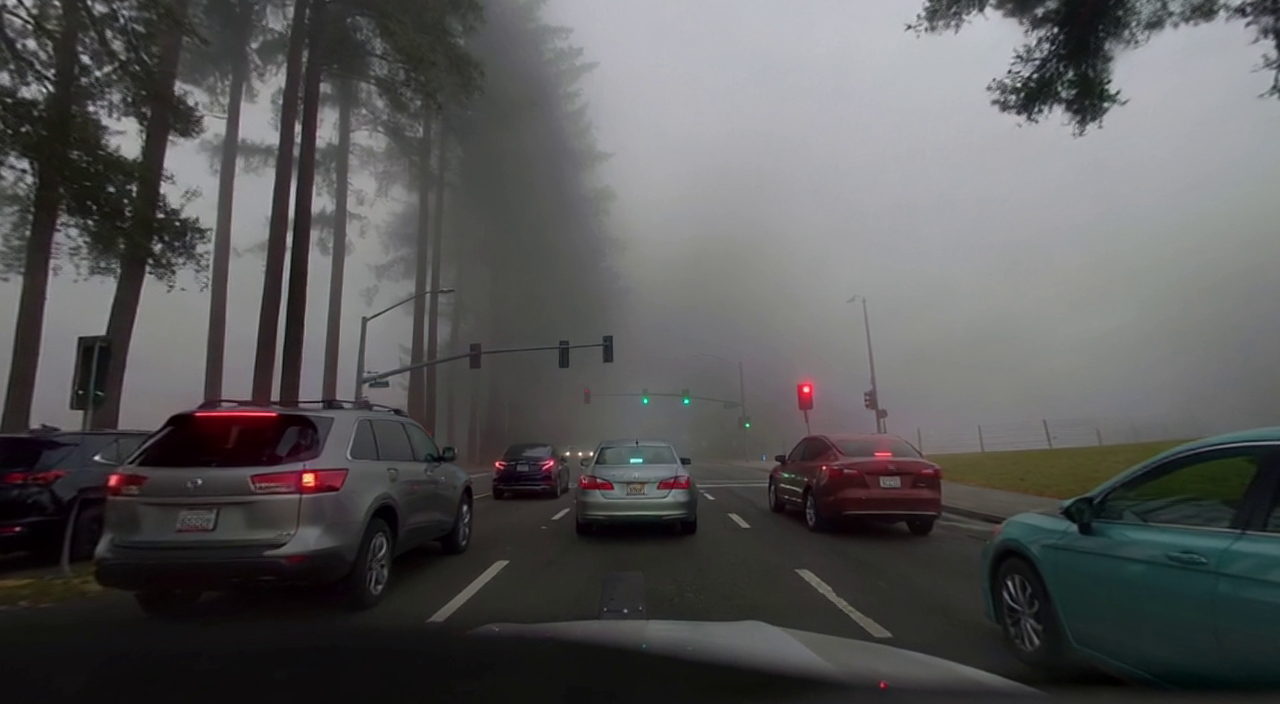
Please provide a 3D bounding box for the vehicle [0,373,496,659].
[{"bbox_3d":[-3.114,1.355,6.277,2.168,1.750,4.625,-1,-8,1],"label":"vehicle"}]

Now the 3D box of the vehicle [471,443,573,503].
[{"bbox_3d":[-3.079,3.248,17.365,1.975,1.420,4.196,0,-8,1],"label":"vehicle"}]

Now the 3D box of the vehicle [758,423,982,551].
[{"bbox_3d":[3.427,2.096,10.491,2.040,1.647,4.379,0,-8,0],"label":"vehicle"}]

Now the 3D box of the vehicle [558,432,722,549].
[{"bbox_3d":[-0.009,2.116,10.295,2.147,1.507,3.953,0,-8,0],"label":"vehicle"}]

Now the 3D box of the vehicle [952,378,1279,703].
[{"bbox_3d":[3.313,0.956,2.738,1.899,1.588,3.888,0,-9,0],"label":"vehicle"}]
